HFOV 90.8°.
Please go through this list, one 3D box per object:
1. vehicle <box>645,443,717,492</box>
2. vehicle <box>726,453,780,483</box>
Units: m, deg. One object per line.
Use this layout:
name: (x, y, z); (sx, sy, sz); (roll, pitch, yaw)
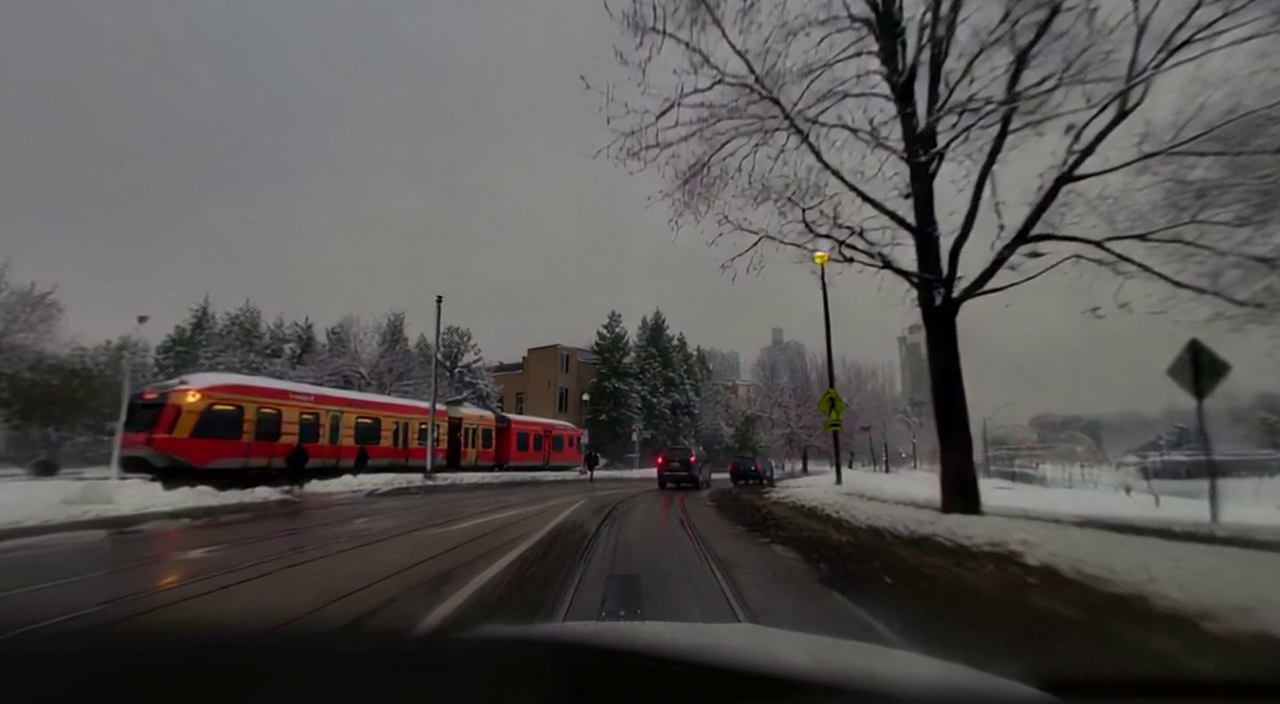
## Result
vehicle: (1.749, 4.575, 25.524); (2.263, 1.765, 4.237); (-2, -9, 12)
vehicle: (7.213, 7.296, 40.079); (2.010, 1.725, 4.320); (-5, -10, 29)
